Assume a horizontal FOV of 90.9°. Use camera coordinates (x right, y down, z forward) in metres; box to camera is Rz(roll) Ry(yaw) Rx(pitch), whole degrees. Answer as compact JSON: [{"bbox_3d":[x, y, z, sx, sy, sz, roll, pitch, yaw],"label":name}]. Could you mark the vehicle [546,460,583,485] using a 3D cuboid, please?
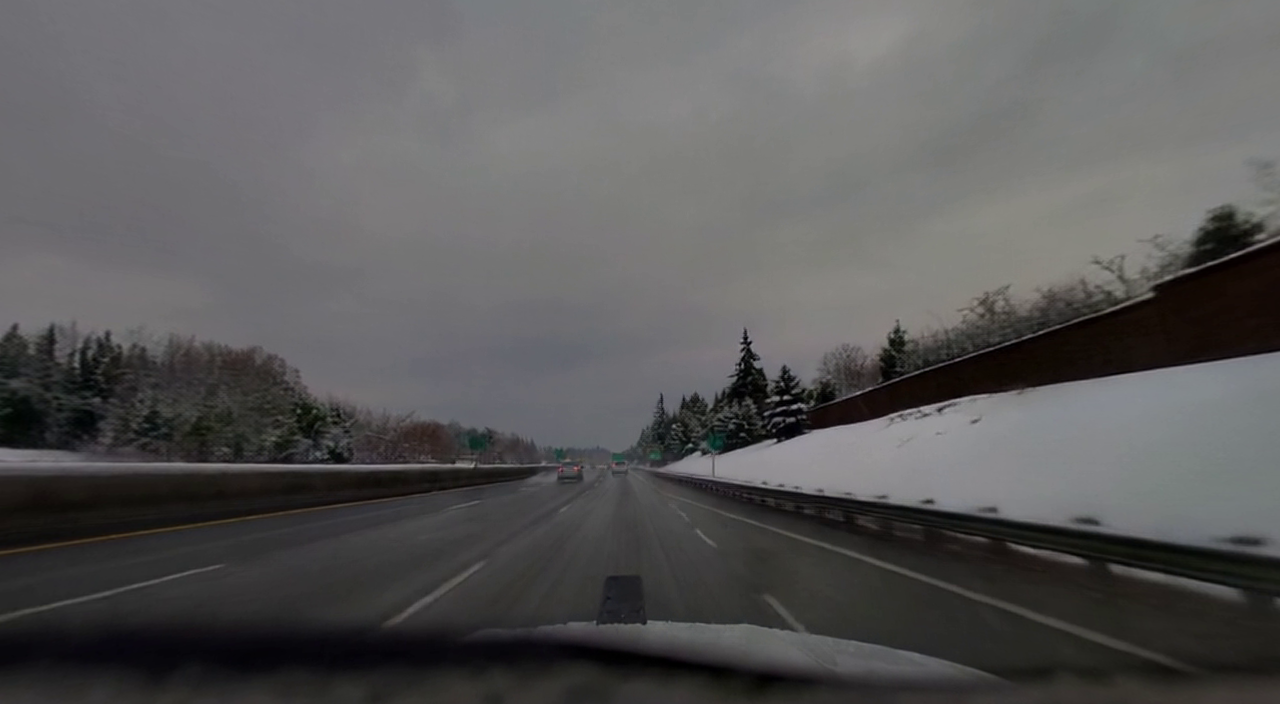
[{"bbox_3d":[-5.159,8.303,43.367,2.039,1.605,4.365,1,-11,-1],"label":"vehicle"}]
